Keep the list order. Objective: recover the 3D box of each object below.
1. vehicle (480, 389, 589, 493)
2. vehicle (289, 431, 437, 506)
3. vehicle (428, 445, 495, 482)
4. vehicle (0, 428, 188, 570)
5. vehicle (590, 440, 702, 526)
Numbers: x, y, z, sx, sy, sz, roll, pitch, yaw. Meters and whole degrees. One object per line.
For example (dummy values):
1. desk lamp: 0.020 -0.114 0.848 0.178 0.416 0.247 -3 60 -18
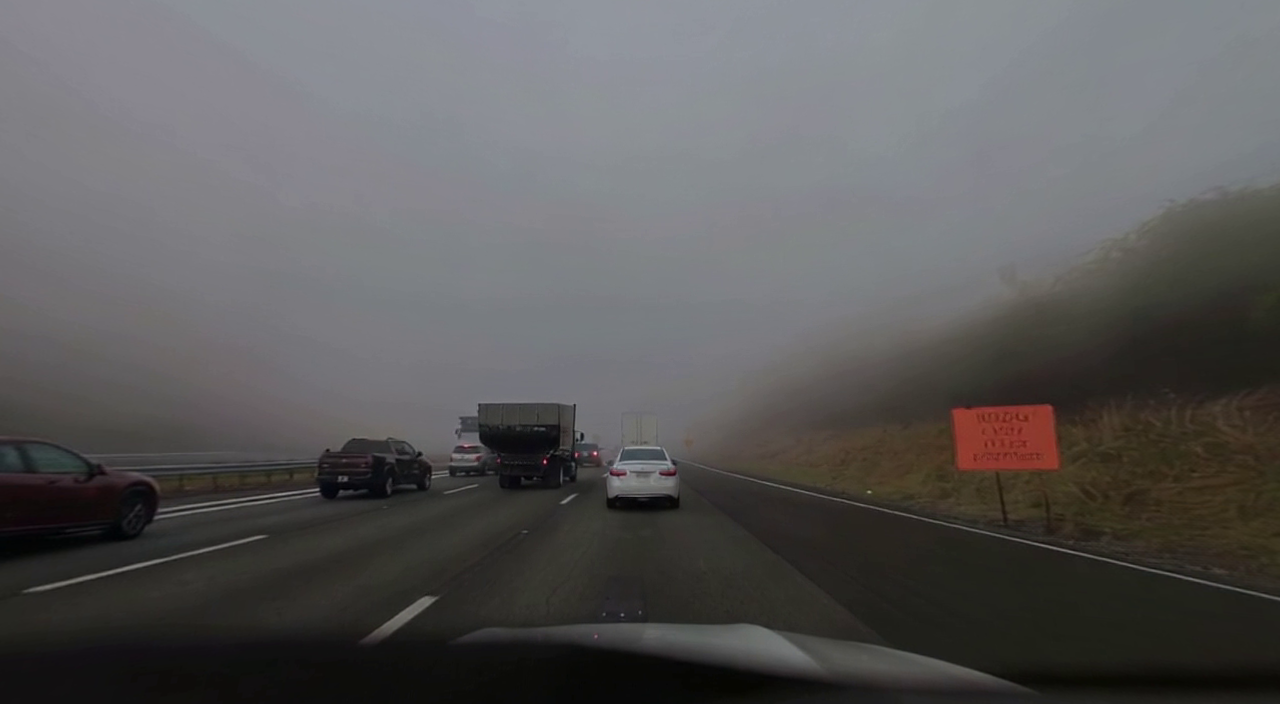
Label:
1. vehicle: -3.718 3.435 24.203 2.812 3.342 7.248 -1 -9 1
2. vehicle: -7.271 3.106 17.147 1.952 1.746 4.332 -1 -9 1
3. vehicle: -8.015 5.031 28.680 1.880 1.512 3.758 -1 -9 1
4. vehicle: -7.867 1.658 7.234 1.879 1.521 4.623 -1 -9 1
5. vehicle: 0.087 2.603 12.994 1.995 1.495 3.380 0 -9 -1
